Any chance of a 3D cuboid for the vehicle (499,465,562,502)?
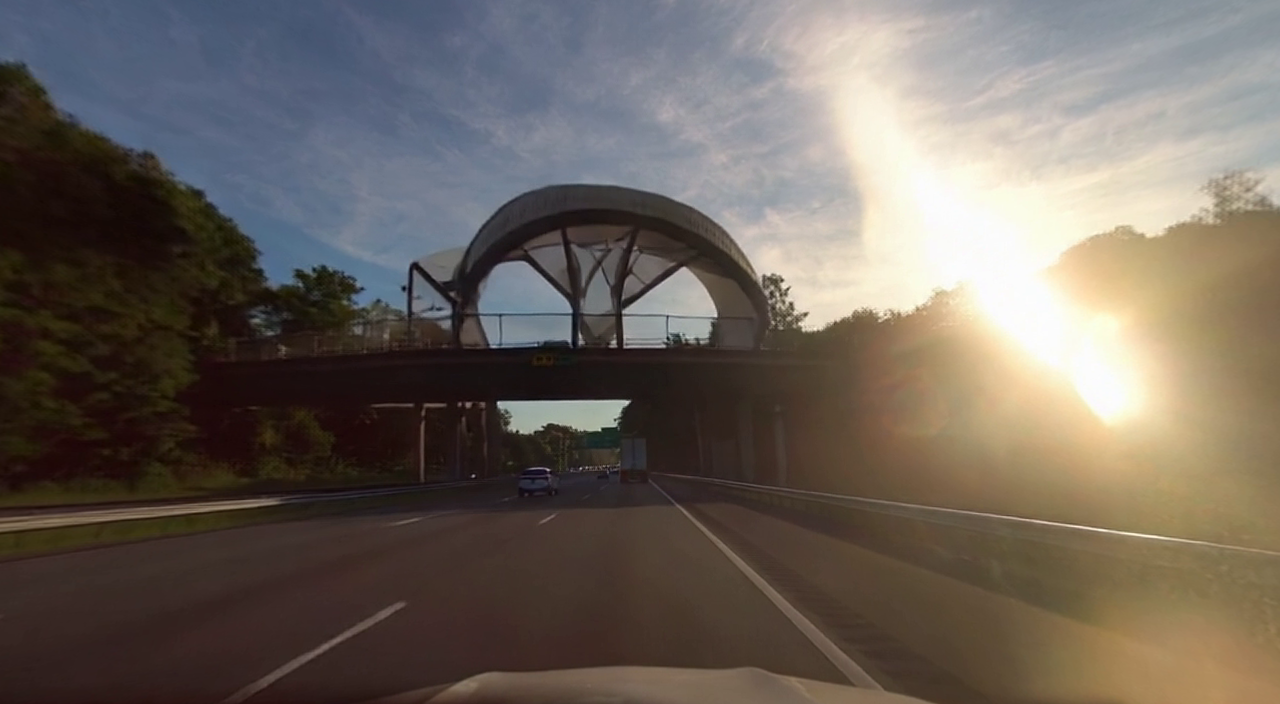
[{"bbox_3d":[-4.804,5.862,28.330,1.950,1.460,4.812,1,-11,0],"label":"vehicle"}]
